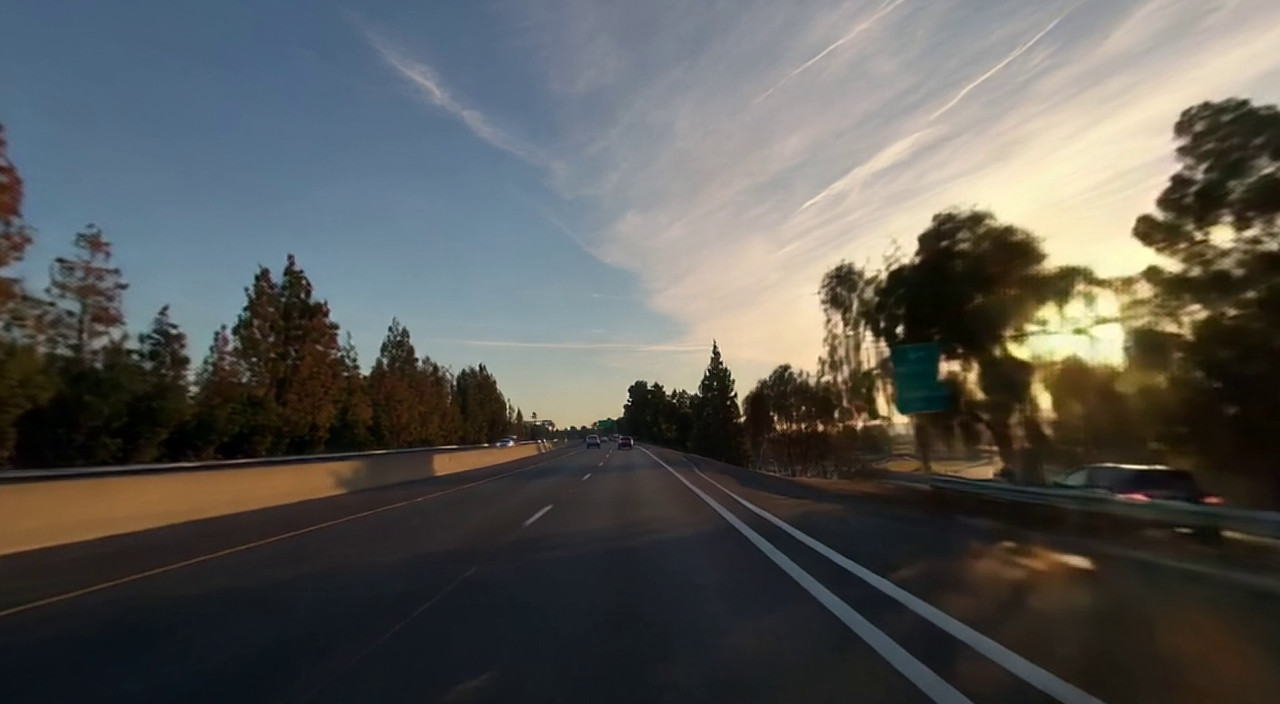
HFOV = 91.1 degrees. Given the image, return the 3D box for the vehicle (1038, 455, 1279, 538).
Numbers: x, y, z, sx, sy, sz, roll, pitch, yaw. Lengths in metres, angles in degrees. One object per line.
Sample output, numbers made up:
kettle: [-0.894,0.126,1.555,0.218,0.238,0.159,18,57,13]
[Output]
vehicle: [11.727,3.278,14.665,2.037,1.487,4.962,1,-11,6]
